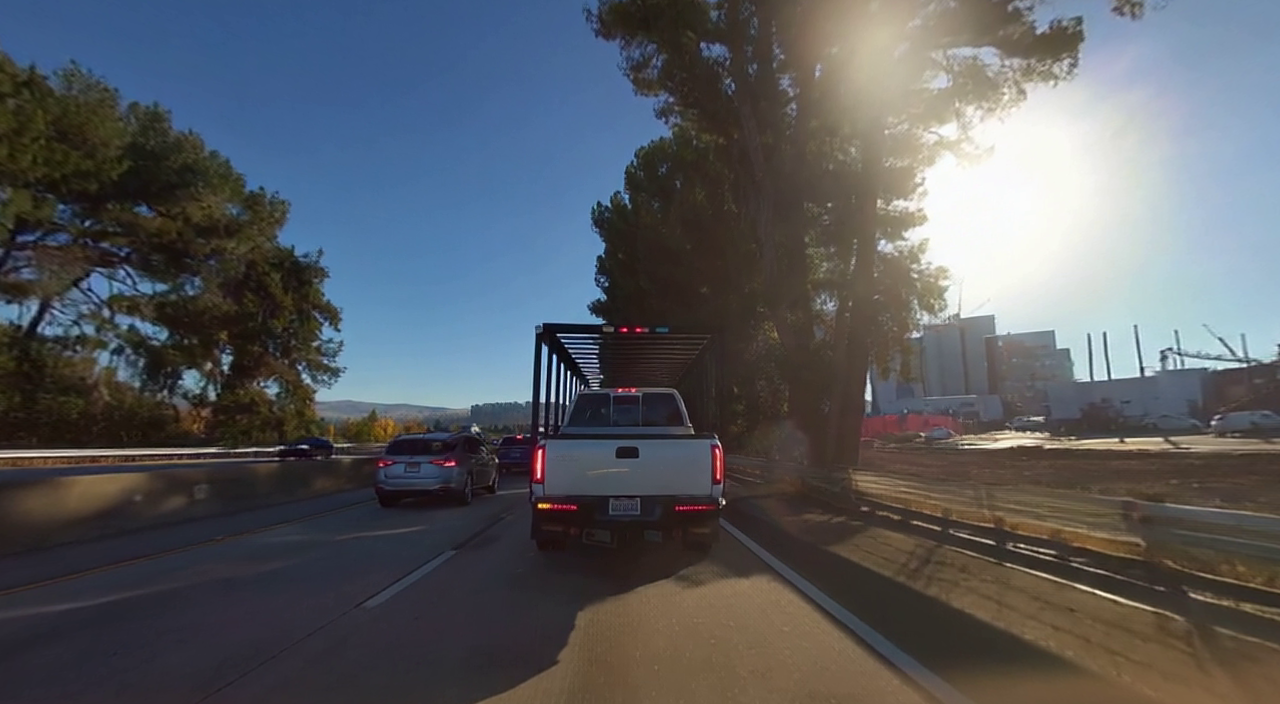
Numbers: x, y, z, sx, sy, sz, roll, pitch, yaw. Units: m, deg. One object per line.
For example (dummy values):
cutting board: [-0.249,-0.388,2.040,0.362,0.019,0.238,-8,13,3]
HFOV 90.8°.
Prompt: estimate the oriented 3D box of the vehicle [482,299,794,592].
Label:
vehicle: [-0.203,1.584,10.867,2.735,2.597,10.435,0,-9,-2]

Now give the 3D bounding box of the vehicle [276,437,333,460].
vehicle: [-23.380,6.771,44.220,1.826,1.485,4.128,0,-9,-3]

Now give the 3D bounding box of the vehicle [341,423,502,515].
vehicle: [-4.511,2.487,13.919,2.057,1.665,4.572,0,-9,-2]

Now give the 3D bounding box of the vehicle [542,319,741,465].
vehicle: [-0.077,0.781,9.261,2.156,1.604,4.680,0,-9,-2]
